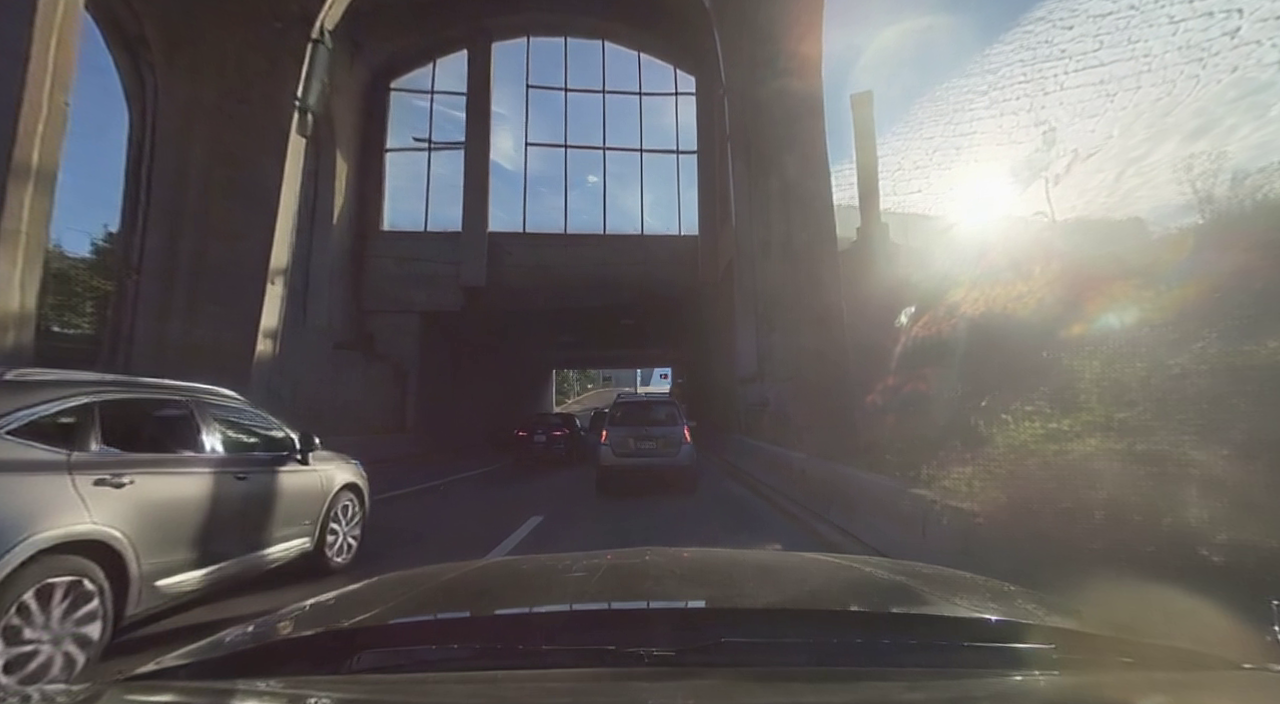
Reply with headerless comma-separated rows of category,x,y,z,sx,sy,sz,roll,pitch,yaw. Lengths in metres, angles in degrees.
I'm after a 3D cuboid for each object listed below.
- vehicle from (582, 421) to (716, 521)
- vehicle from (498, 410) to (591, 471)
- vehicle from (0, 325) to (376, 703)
vehicle,0.114,2.098,11.632,2.020,1.478,4.092,0,-8,-1
vehicle,-3.372,3.316,23.562,2.329,1.948,5.800,-1,-8,3
vehicle,-3.556,0.946,3.654,2.017,1.761,4.572,0,-8,1
